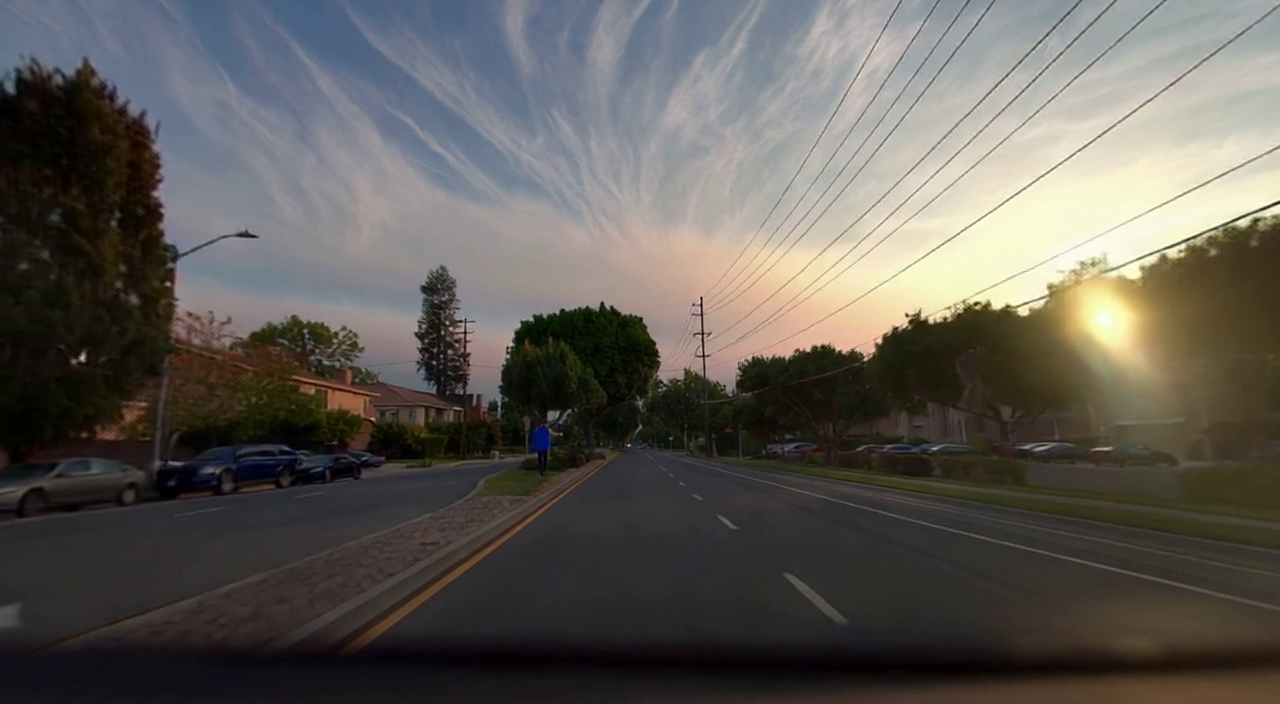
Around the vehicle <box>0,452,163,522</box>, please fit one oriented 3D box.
[{"bbox_3d":[-15.205,3.377,16.382,2.058,1.479,4.519,0,-8,1],"label":"vehicle"}]

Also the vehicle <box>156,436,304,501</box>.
[{"bbox_3d":[-15.106,4.274,23.729,2.298,1.979,4.920,-5,-9,0],"label":"vehicle"}]

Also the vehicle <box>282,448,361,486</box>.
[{"bbox_3d":[-15.431,5.553,30.876,2.106,1.517,4.632,-3,-8,-9],"label":"vehicle"}]

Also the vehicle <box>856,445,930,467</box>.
[{"bbox_3d":[17.516,7.184,43.827,4.246,1.427,2.055,0,-8,0],"label":"vehicle"}]

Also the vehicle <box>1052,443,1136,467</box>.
[{"bbox_3d":[33.168,7.541,46.353,1.974,1.647,4.721,2,-9,-15],"label":"vehicle"}]
